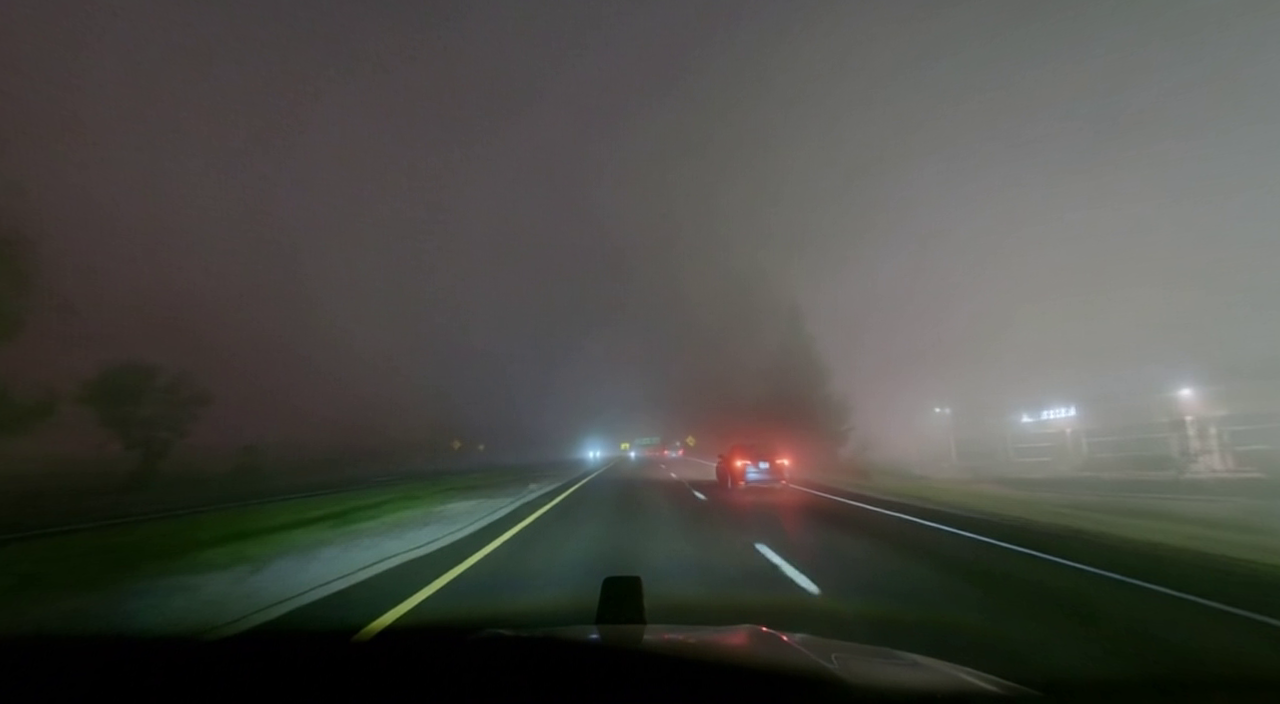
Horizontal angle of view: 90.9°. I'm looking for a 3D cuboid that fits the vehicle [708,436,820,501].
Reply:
[{"bbox_3d":[3.215,3.119,17.347,2.042,1.518,4.477,0,-9,-1],"label":"vehicle"}]
